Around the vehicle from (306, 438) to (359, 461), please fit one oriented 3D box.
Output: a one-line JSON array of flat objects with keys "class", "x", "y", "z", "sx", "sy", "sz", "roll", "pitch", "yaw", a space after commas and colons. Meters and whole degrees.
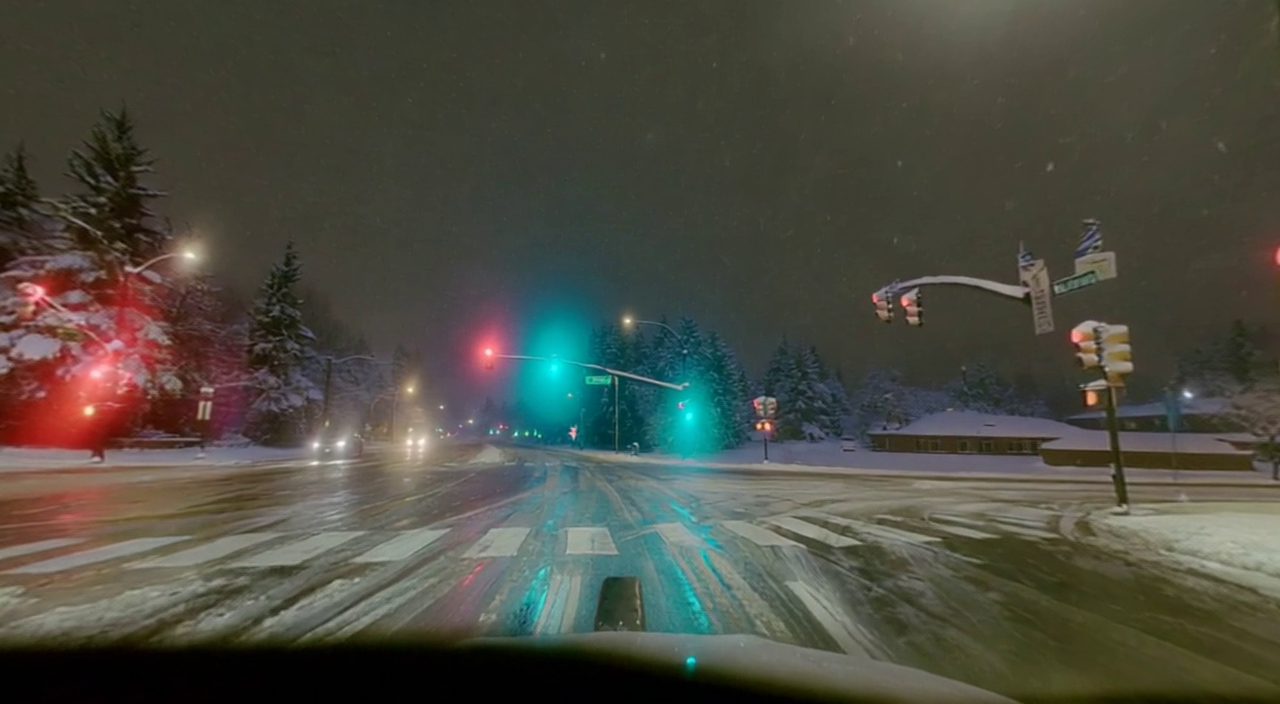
[{"class": "vehicle", "x": -20.808, "y": 6.614, "z": 42.980, "sx": 1.918, "sy": 1.432, "sz": 4.433, "roll": 1, "pitch": -9, "yaw": -8}]
